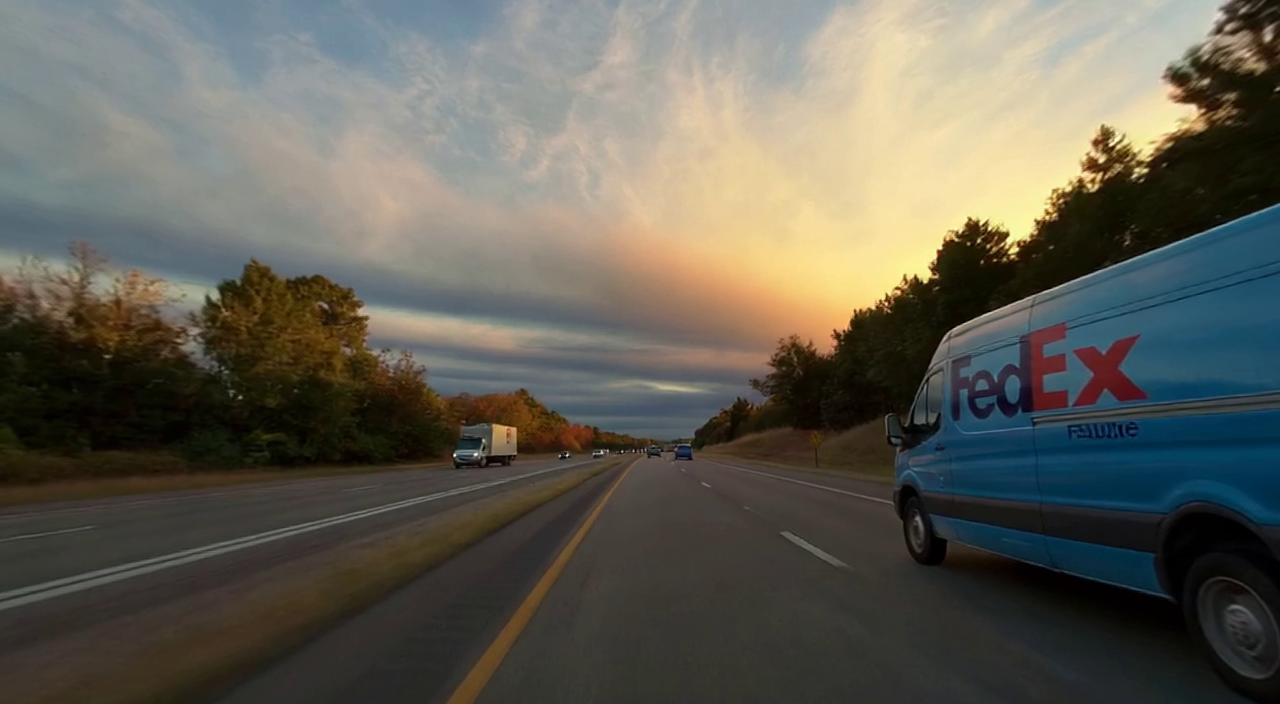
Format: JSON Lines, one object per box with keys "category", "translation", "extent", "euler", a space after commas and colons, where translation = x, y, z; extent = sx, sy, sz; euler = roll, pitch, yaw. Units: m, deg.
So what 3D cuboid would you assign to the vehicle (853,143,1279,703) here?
{"category": "vehicle", "translation": [3.885, 0.736, 4.532], "extent": [2.522, 2.556, 6.180], "euler": [0, -9, 0]}
